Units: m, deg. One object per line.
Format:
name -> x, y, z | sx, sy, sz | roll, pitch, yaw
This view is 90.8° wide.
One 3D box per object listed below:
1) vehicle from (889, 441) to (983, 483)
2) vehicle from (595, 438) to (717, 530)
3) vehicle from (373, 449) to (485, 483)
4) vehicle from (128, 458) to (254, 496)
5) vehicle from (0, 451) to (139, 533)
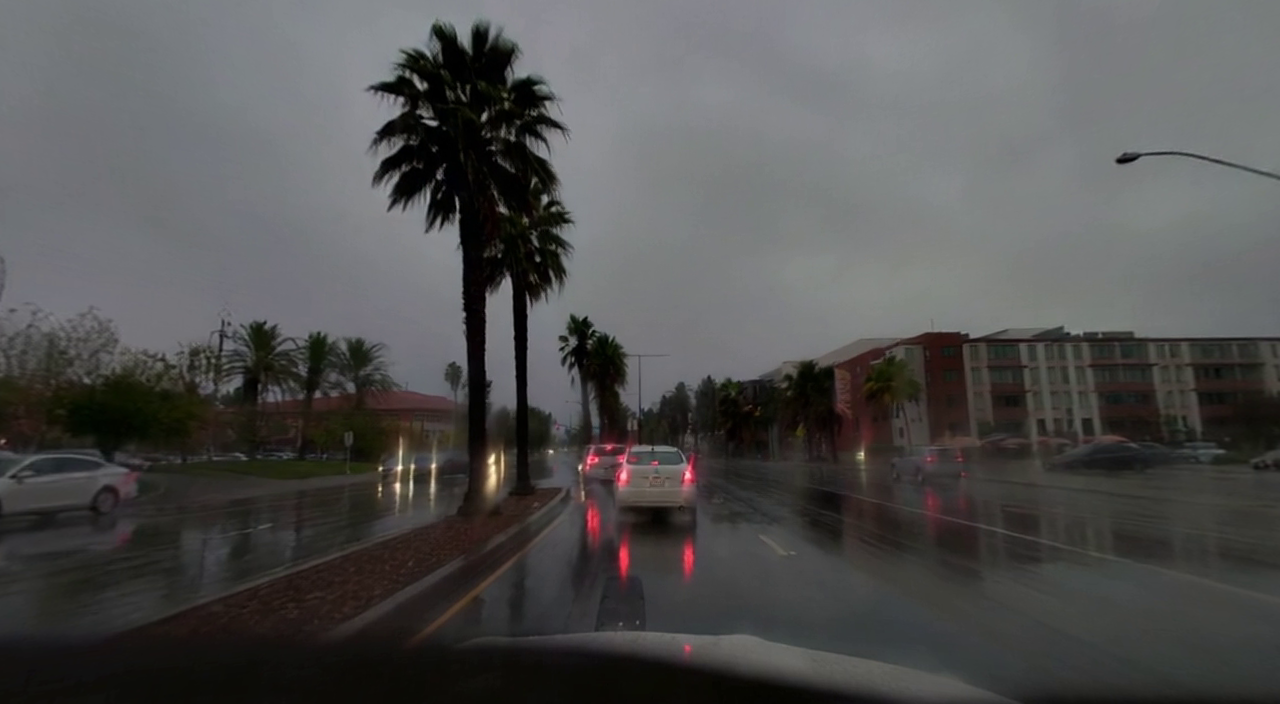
vehicle -> 13.914, 5.186, 30.131 | 2.131, 1.832, 5.203 | 0, -9, 2
vehicle -> 0.234, 2.493, 12.521 | 1.986, 1.473, 4.382 | 0, -9, -1
vehicle -> -9.937, 5.346, 29.849 | 4.585, 1.479, 2.088 | -3, -9, 18
vehicle -> -18.624, 5.143, 26.284 | 4.071, 1.442, 1.948 | -2, -9, 13
vehicle -> -13.726, 3.008, 13.874 | 1.858, 1.604, 4.331 | -1, -9, 0
